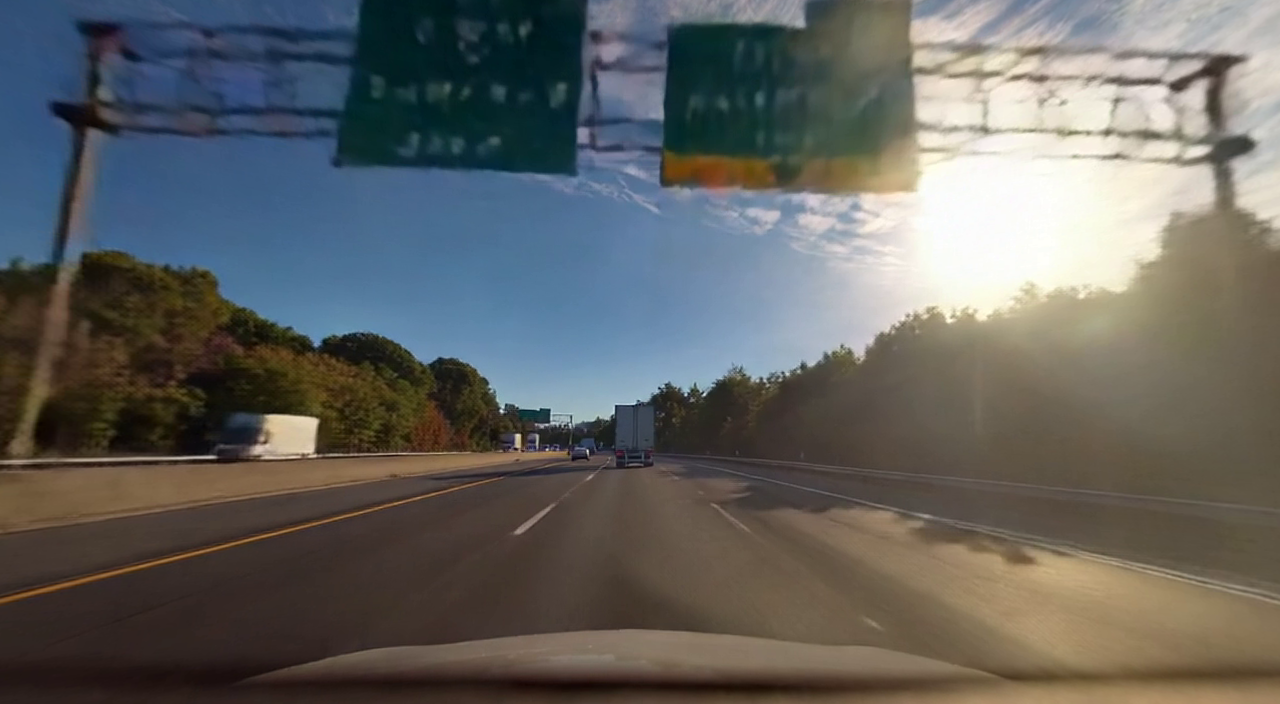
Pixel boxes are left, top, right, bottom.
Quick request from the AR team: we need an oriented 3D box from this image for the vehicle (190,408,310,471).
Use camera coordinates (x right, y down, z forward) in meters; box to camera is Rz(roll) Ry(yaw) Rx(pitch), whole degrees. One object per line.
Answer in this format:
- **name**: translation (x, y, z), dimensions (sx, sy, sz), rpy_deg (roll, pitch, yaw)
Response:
- **vehicle**: translation (-17.197, 3.940, 28.180), dimensions (2.136, 2.560, 5.054), rpy_deg (0, -9, -1)

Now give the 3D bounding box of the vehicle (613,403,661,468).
- **vehicle**: translation (-0.333, 5.996, 44.466), dimensions (2.962, 3.953, 10.696), rpy_deg (0, -9, -2)
